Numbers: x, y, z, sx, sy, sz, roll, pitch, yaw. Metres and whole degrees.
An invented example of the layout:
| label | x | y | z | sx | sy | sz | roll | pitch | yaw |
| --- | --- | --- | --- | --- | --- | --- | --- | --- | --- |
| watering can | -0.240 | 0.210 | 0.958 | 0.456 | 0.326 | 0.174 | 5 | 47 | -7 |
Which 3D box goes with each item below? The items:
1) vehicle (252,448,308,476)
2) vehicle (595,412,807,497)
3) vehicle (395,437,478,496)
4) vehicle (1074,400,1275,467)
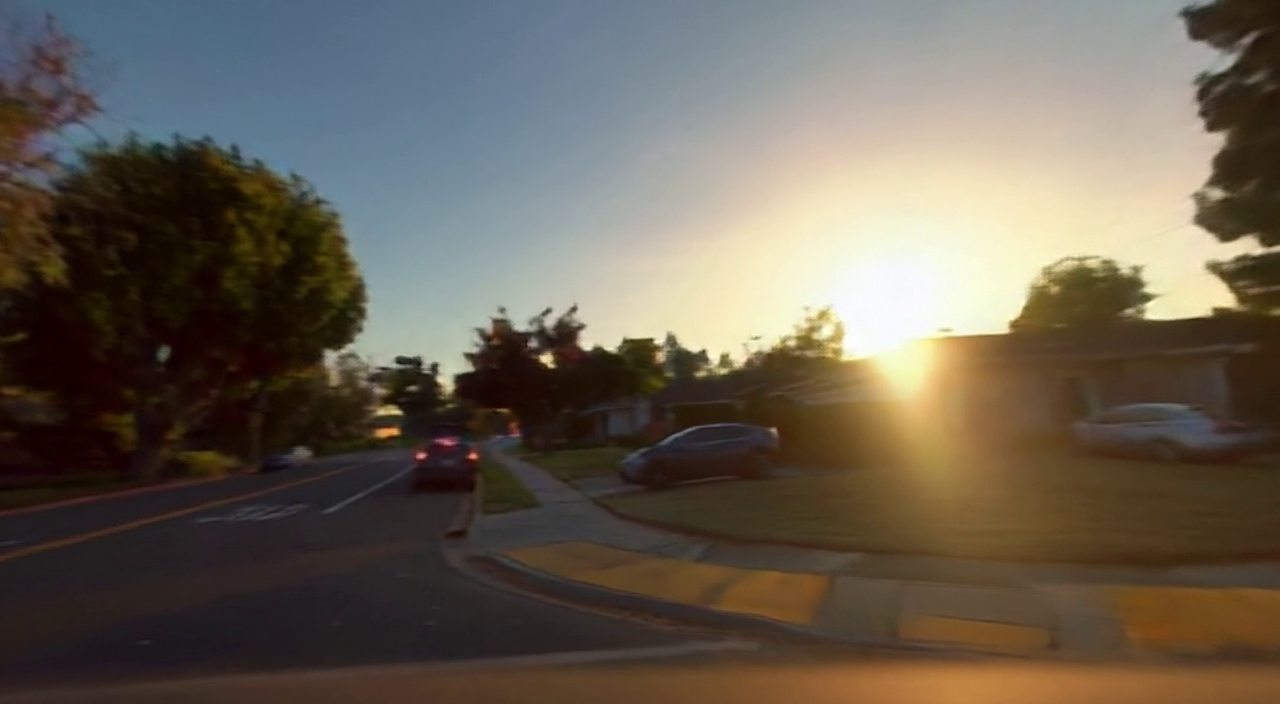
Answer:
| label | x | y | z | sx | sy | sz | roll | pitch | yaw |
| --- | --- | --- | --- | --- | --- | --- | --- | --- | --- |
| vehicle | -22.115 | 6.727 | 38.751 | 2.033 | 1.456 | 4.370 | -2 | -7 | -17 |
| vehicle | 1.380 | 2.405 | 15.116 | 4.595 | 1.620 | 1.984 | -1 | -8 | -13 |
| vehicle | -6.488 | 3.604 | 20.338 | 2.242 | 1.661 | 4.273 | 2 | -8 | -16 |
| vehicle | 13.697 | 2.062 | 16.166 | 3.896 | 1.447 | 1.919 | -1 | -6 | -14 |
